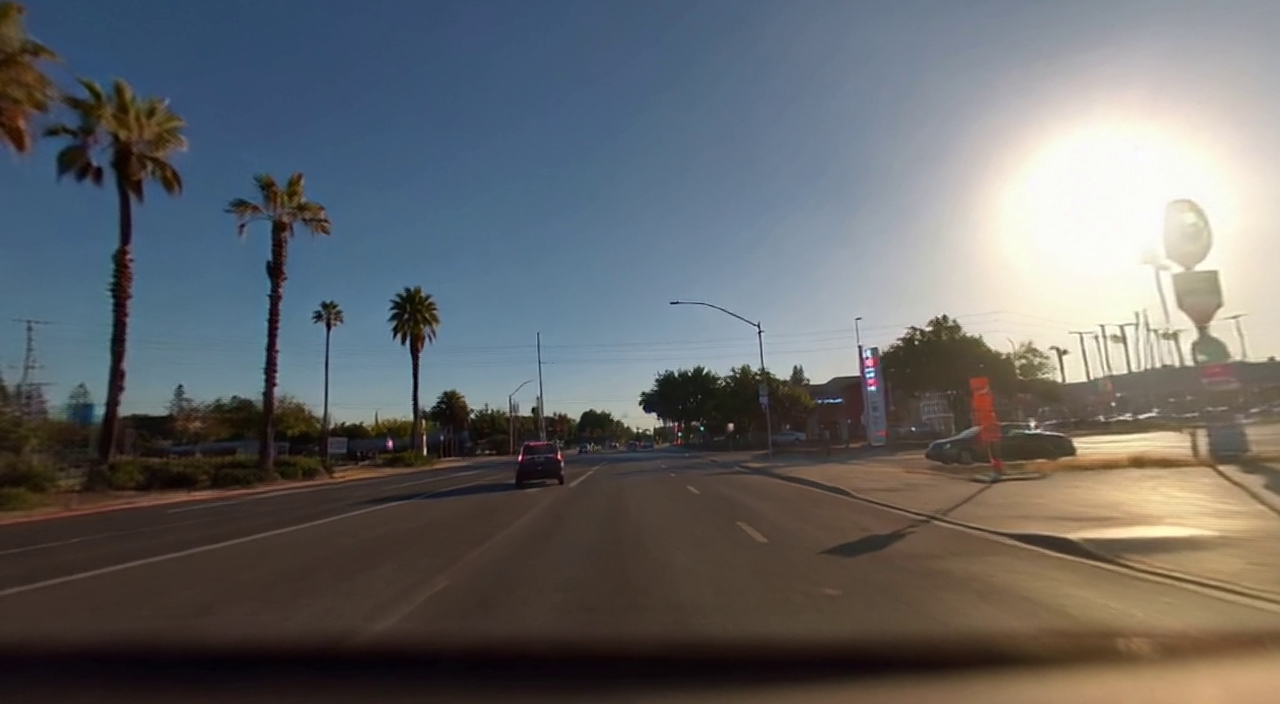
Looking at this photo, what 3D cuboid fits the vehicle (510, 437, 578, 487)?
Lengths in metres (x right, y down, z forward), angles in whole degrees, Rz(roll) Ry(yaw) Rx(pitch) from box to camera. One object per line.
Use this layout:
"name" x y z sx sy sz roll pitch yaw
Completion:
"vehicle" -3.287 3.760 21.933 2.073 1.525 4.809 1 -8 -8

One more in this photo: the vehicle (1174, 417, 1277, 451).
"vehicle" 45.375 6.334 49.175 5.435 2.441 2.037 -3 -10 31

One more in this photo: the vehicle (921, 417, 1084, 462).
"vehicle" 14.372 3.504 25.294 5.317 1.700 1.901 0 -8 -1

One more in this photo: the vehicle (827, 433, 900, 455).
"vehicle" 16.192 6.689 45.845 4.549 1.492 1.981 0 -8 3
